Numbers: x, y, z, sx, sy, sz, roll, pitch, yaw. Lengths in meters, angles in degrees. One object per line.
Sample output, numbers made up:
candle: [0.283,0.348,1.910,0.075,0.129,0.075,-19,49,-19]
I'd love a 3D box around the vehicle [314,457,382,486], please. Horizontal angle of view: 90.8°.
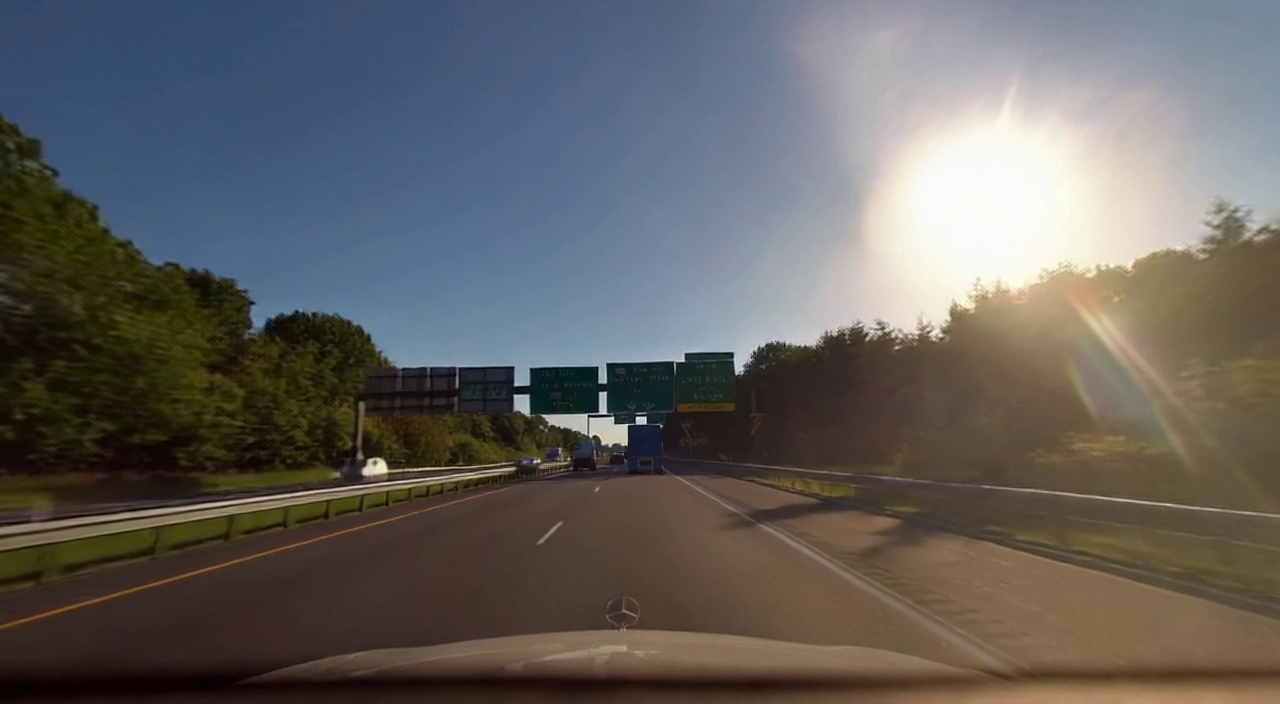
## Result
vehicle: [-16.615,6.792,36.086,1.841,1.543,4.225,0,-9,0]
